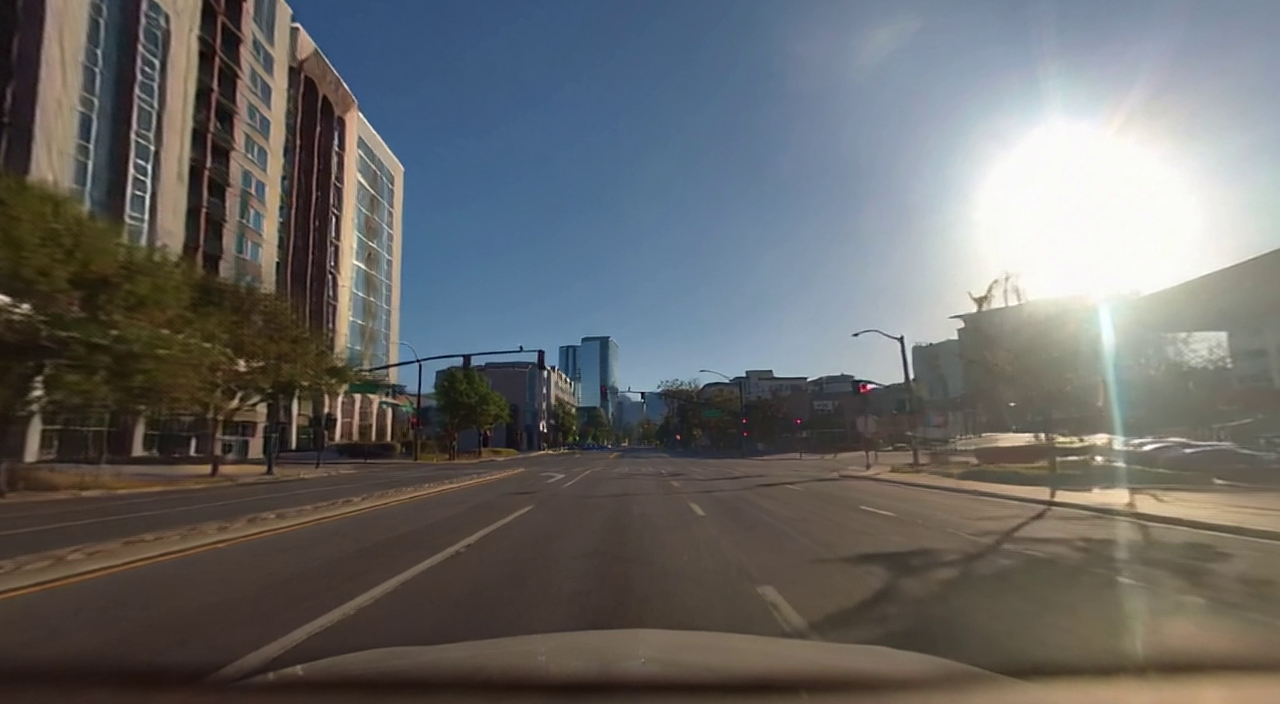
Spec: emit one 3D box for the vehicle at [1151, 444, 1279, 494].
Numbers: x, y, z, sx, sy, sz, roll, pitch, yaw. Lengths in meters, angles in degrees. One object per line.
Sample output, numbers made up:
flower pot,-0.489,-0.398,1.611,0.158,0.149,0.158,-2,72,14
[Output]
vehicle,19.359,3.711,20.220,1.828,1.483,4.376,8,-12,-44
